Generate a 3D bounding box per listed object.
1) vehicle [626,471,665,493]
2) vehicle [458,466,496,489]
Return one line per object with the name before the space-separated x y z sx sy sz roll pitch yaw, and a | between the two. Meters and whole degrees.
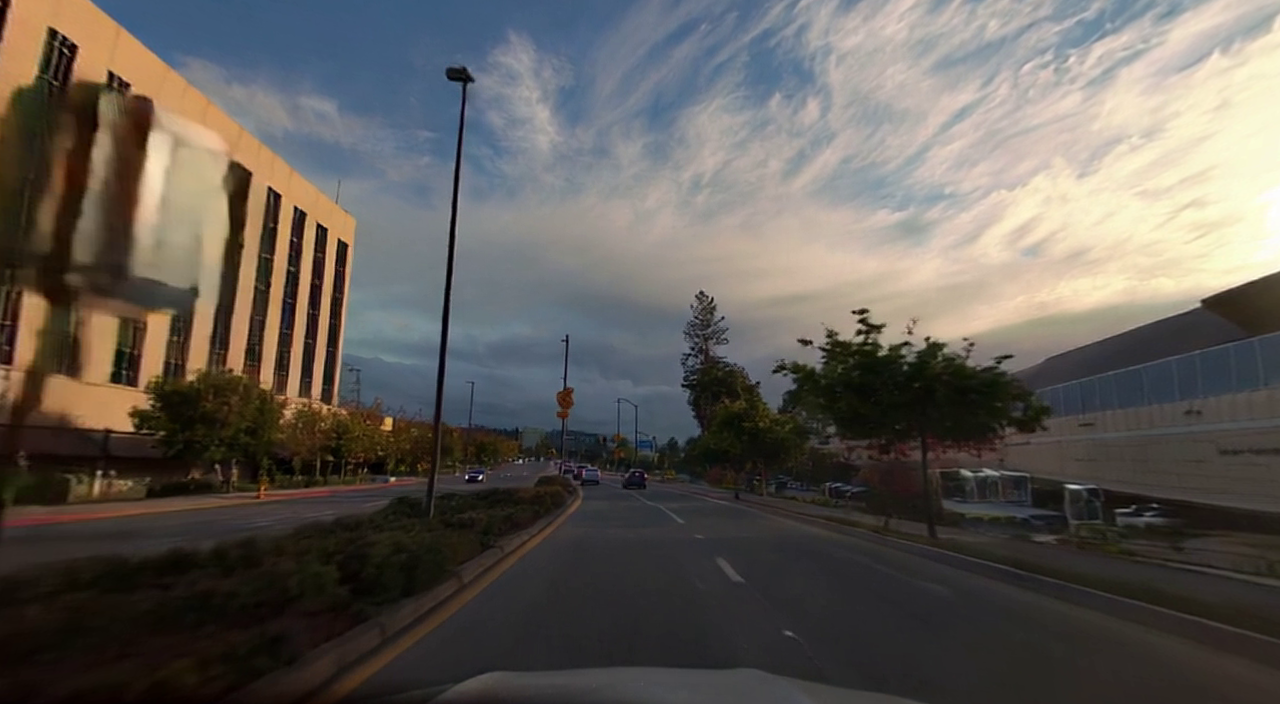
vehicle | 0.303 7.742 37.401 1.775 1.186 2.933 3 -11 -11
vehicle | -11.421 8.818 44.300 1.916 1.516 3.970 1 -10 -5
